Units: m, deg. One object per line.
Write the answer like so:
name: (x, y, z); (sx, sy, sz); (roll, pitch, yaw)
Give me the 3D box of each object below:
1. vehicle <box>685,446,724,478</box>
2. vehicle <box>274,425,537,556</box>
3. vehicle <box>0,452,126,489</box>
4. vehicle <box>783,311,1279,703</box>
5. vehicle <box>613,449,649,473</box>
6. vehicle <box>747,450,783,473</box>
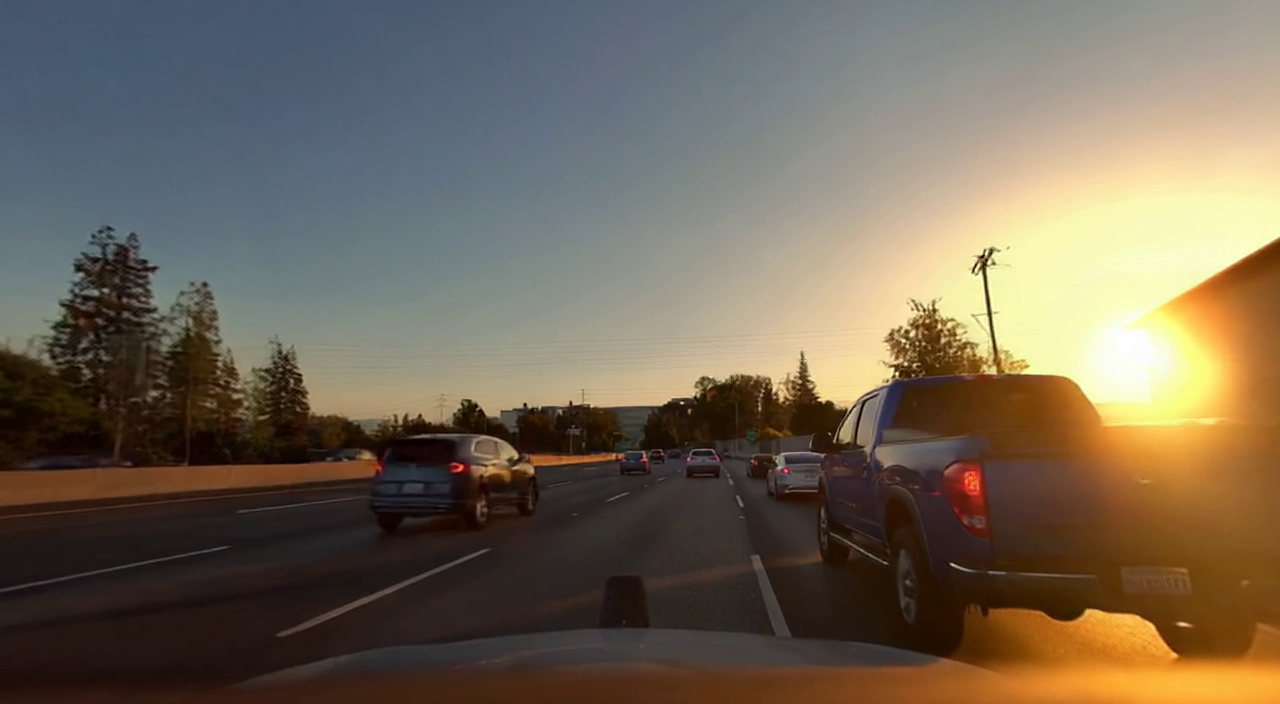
vehicle: (3.747, 6.266, 36.285); (2.080, 1.682, 4.150); (-1, -8, 7)
vehicle: (-3.560, 2.182, 10.787); (2.209, 1.714, 4.576); (-1, -8, 8)
vehicle: (-28.917, 5.770, 31.148); (2.026, 1.607, 5.372); (-1, -8, 8)
vehicle: (3.348, 1.321, 6.526); (3.024, 2.092, 6.797); (-1, -8, 8)
vehicle: (-0.565, 7.598, 44.193); (2.119, 1.478, 4.644); (-1, -8, 5)
vehicle: (8.710, 7.660, 44.347); (2.072, 1.456, 4.537); (-1, -8, 6)
